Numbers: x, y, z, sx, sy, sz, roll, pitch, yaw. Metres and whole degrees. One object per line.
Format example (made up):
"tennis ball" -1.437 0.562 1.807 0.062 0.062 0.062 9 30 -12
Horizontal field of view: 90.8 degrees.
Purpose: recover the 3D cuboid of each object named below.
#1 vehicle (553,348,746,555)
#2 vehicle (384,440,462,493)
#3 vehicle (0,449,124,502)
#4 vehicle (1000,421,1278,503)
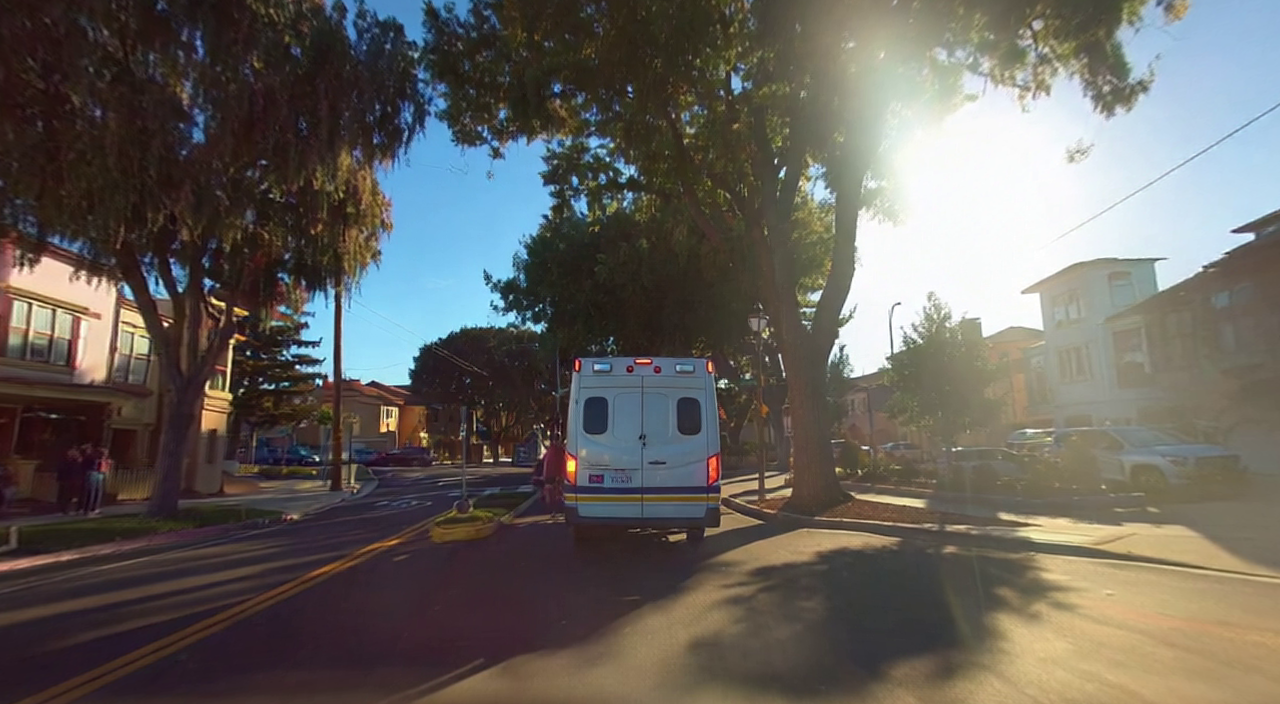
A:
"vehicle" 0.141 1.659 10.903 2.444 2.640 5.482 0 -8 1
"vehicle" -8.502 4.335 24.484 2.290 1.776 4.947 3 -9 -24
"vehicle" -18.771 3.708 19.162 4.412 1.468 1.914 0 -8 -3
"vehicle" 13.157 2.945 17.128 5.270 1.966 2.329 -2 -8 11
